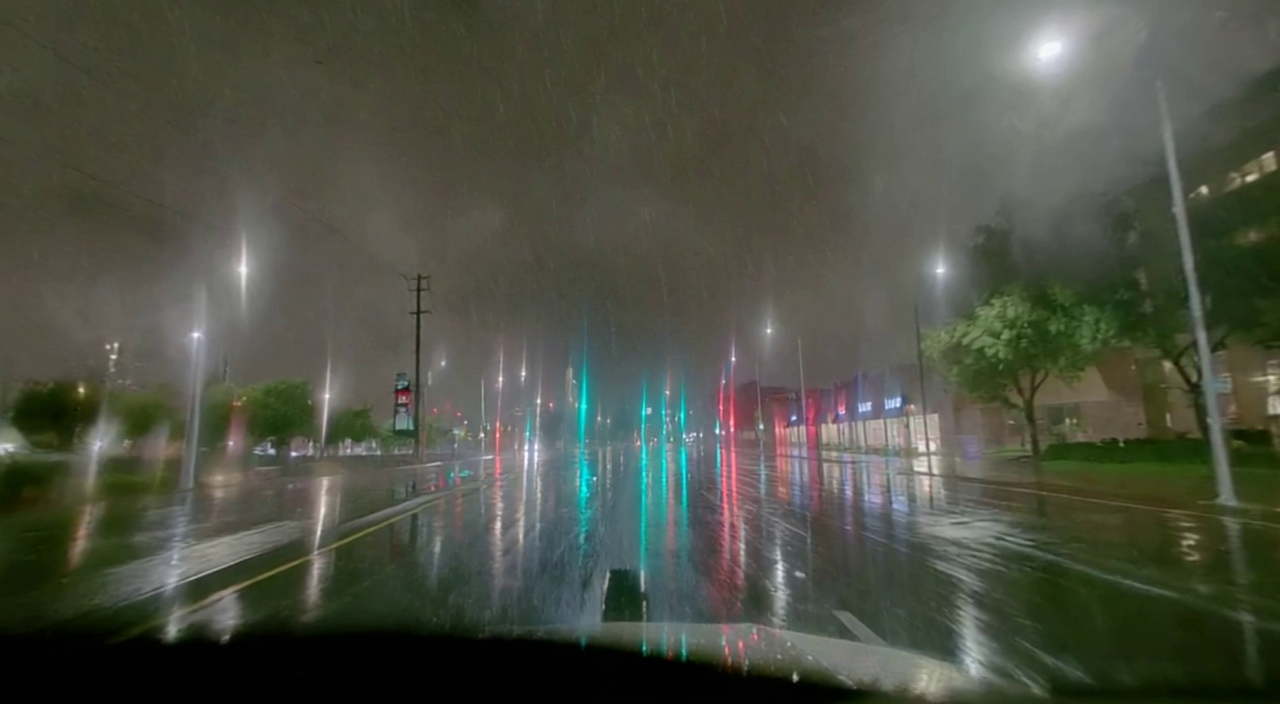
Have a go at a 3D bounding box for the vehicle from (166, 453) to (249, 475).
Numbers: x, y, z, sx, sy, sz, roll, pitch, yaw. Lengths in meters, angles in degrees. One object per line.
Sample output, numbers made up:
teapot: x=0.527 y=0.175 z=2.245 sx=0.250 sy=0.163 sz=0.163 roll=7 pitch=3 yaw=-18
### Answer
vehicle: x=-29.854 y=7.734 z=43.561 sx=4.417 sy=1.449 sz=1.887 roll=0 pitch=-8 yaw=3
